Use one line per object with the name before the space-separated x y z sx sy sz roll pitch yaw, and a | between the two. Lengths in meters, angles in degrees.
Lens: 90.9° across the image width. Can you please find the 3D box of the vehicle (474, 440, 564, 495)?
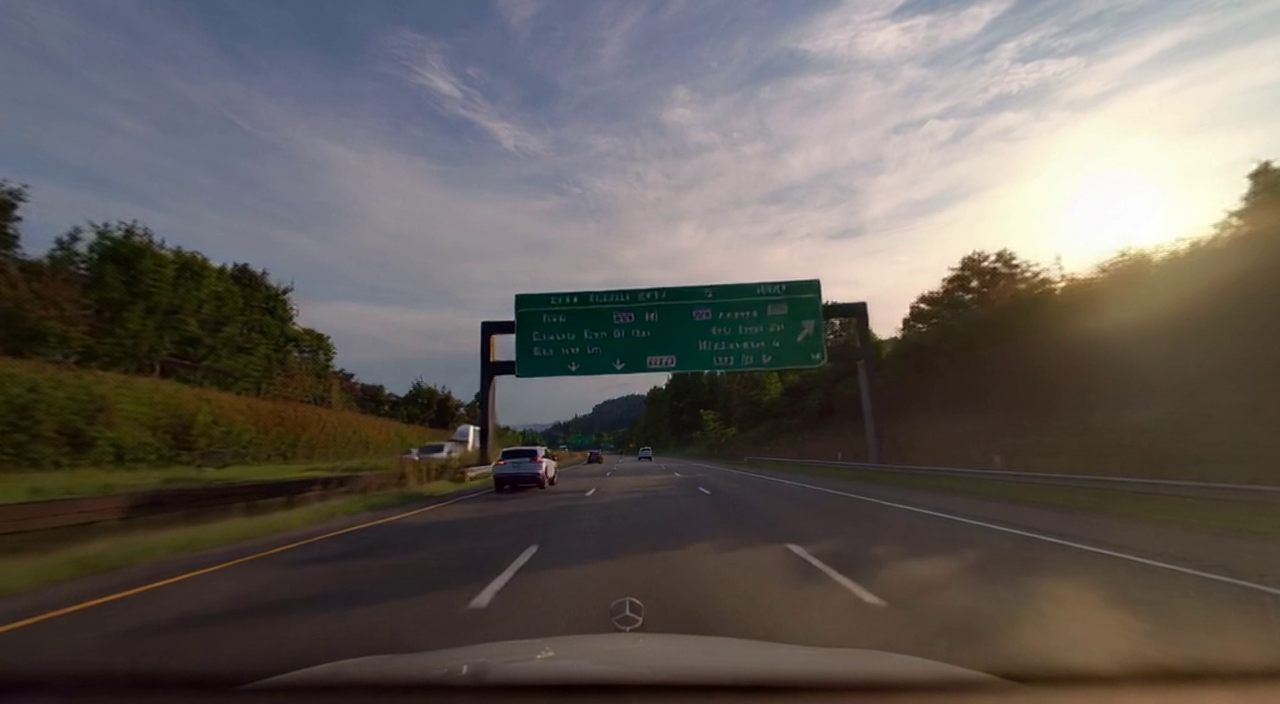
vehicle | -3.800 3.721 20.612 2.028 1.584 4.481 0 -9 0

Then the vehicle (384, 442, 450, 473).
vehicle | -11.778 5.589 33.627 1.925 1.519 4.505 0 -9 0
